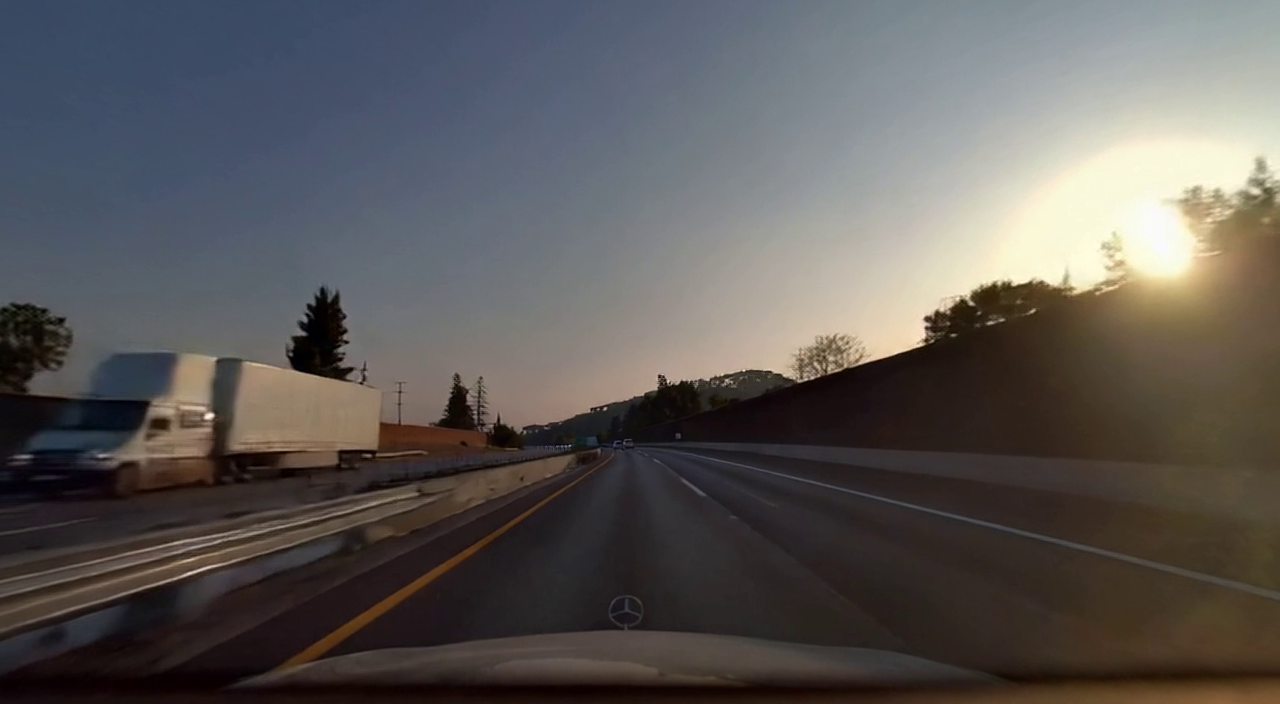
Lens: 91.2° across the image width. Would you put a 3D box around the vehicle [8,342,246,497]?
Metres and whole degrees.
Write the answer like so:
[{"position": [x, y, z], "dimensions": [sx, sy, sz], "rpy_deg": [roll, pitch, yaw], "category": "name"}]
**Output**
[{"position": [-15.954, 2.202, 20.063], "dimensions": [3.730, 4.427, 4.152], "rpy_deg": [0, -8, 0], "category": "vehicle"}]
